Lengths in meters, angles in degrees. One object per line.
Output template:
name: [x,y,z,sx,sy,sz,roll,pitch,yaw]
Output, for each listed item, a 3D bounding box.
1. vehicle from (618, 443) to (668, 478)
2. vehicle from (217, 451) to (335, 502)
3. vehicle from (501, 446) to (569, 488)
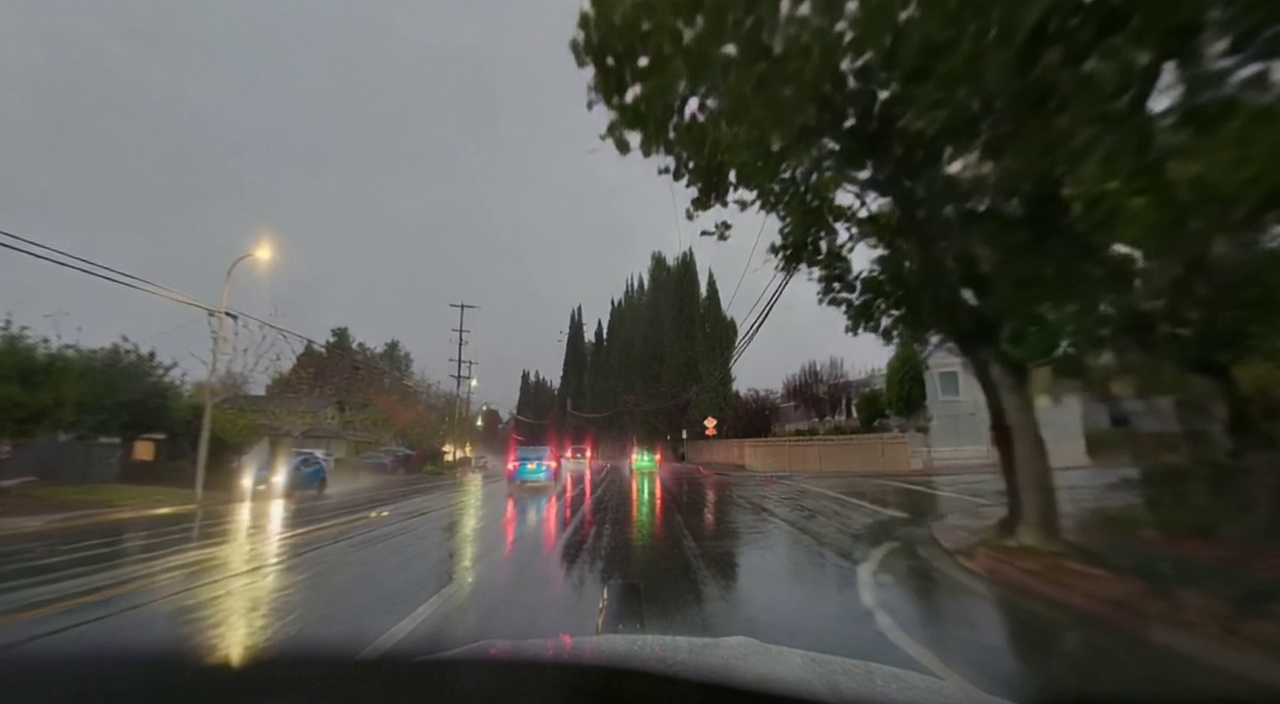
vehicle: [0.071,5.060,29.667,2.168,1.504,4.284,0,-9,-2]
vehicle: [-14.350,4.902,25.295,2.083,1.817,4.532,0,-9,-1]
vehicle: [-3.863,4.279,23.934,1.913,1.425,4.235,0,-9,-1]
